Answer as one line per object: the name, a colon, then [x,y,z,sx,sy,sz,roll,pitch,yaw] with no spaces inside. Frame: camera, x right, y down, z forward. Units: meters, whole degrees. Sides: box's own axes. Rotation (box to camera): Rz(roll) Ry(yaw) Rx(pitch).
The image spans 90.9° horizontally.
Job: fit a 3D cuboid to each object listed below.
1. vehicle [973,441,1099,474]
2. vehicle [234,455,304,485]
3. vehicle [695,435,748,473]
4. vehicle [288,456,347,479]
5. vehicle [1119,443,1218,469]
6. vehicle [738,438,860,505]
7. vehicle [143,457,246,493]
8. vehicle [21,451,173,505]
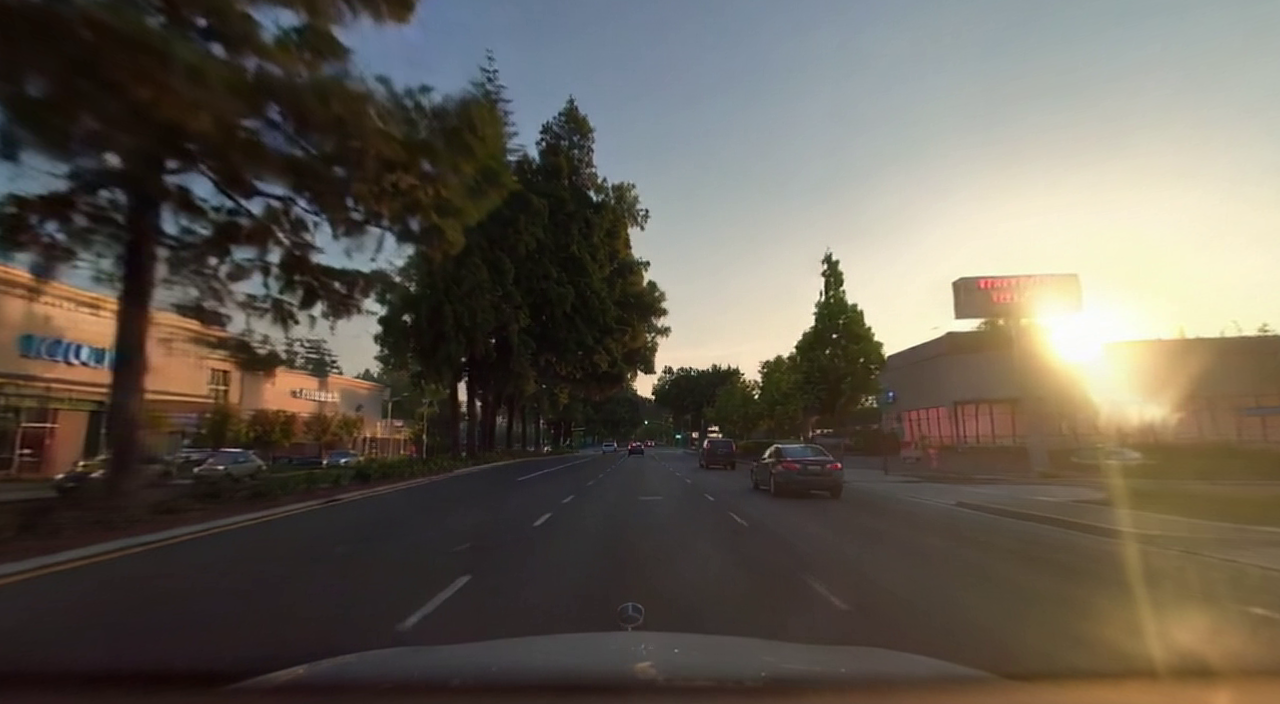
vehicle: [18.378,4.904,29.424,4.502,1.459,2.082,0,-8,-2]
vehicle: [-22.790,7.236,38.913,1.822,1.551,4.295,-3,-8,0]
vehicle: [4.404,5.588,34.798,2.140,1.921,4.431,0,-8,-2]
vehicle: [-22.780,8.156,44.730,1.804,1.460,4.515,0,-8,1]
vehicle: [31.627,6.235,37.794,4.343,1.469,1.877,1,-9,-3]
vehicle: [3.892,2.989,16.257,1.916,1.459,4.335,0,-8,-2]
vehicle: [-22.700,6.243,32.410,1.833,1.534,4.821,-1,-8,-1]
vehicle: [-22.422,5.161,26.397,2.058,1.837,4.990,-3,-8,-2]
